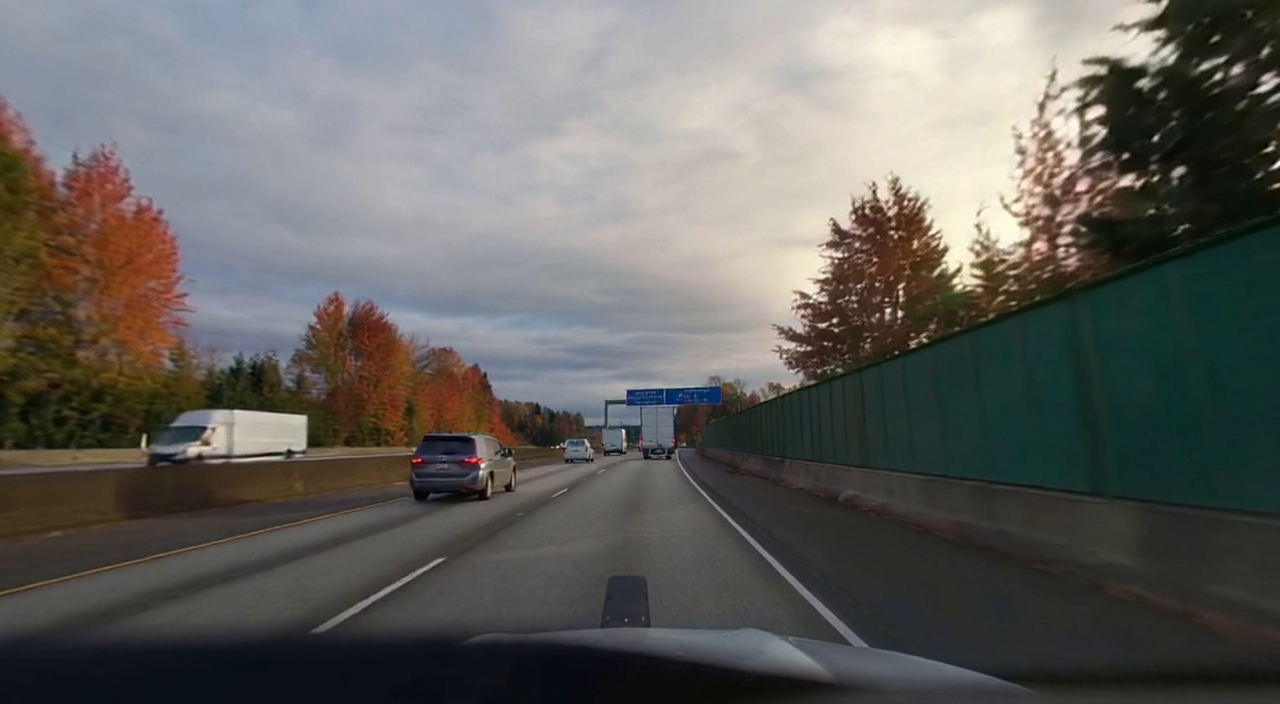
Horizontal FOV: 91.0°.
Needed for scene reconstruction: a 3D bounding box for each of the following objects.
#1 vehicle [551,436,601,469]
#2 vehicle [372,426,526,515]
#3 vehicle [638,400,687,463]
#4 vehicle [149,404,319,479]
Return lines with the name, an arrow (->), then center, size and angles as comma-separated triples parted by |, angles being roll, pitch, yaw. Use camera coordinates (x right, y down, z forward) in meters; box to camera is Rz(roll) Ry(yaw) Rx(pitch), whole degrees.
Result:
vehicle -> -3.230, 5.192, 32.582 | 1.962, 1.575, 4.158 | 0, -8, 2
vehicle -> -3.748, 2.377, 13.152 | 1.927, 1.556, 3.921 | 0, -8, 1
vehicle -> 1.499, 5.500, 42.768 | 2.933, 3.701, 10.425 | 0, -8, 2
vehicle -> -22.421, 5.098, 35.862 | 3.009, 3.625, 10.321 | 0, -8, -2
